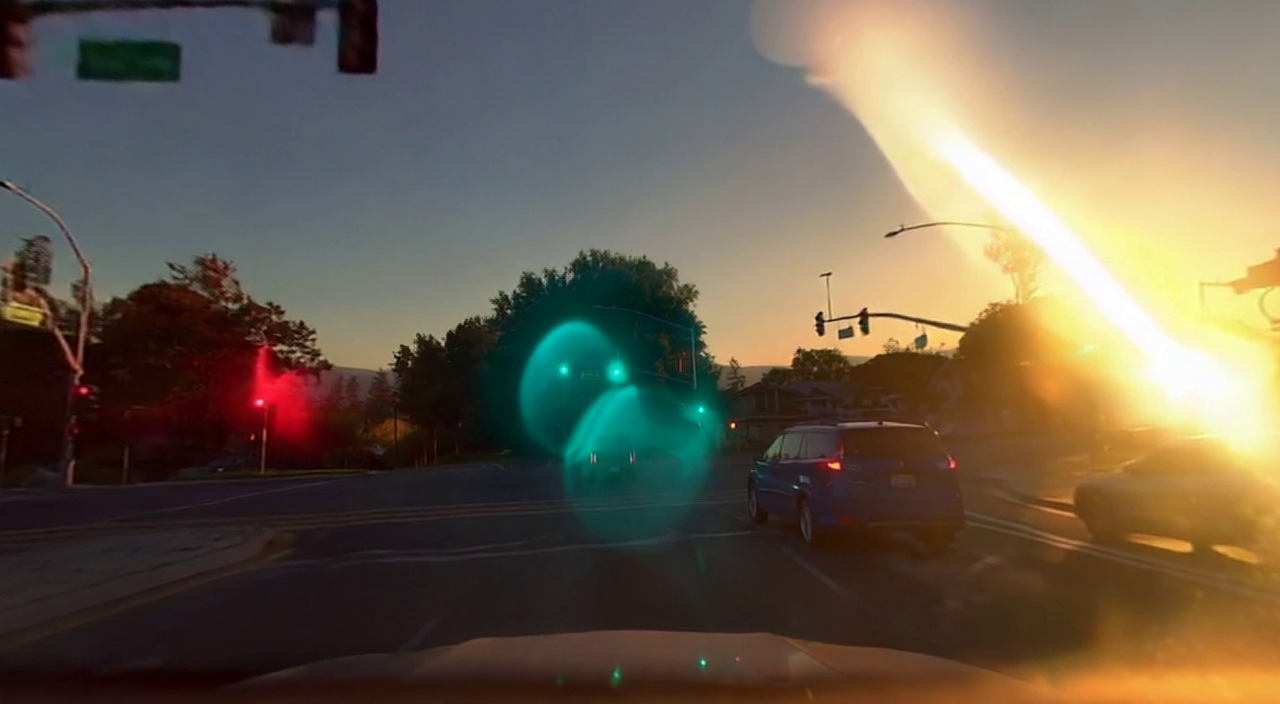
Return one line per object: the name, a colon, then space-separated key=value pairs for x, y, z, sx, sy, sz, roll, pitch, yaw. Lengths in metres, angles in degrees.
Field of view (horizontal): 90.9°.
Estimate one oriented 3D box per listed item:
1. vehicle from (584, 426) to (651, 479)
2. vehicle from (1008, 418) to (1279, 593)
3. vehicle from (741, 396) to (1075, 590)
vehicle: x=-0.981 y=3.822 z=24.213 sx=2.185 sy=1.822 sz=4.583 roll=0 pitch=-8 yaw=-6
vehicle: x=6.512 y=1.507 z=6.792 sx=2.124 sy=1.474 sz=4.880 roll=0 pitch=-8 yaw=0
vehicle: x=2.753 y=1.575 z=7.942 sx=2.024 sy=1.686 sz=4.588 roll=0 pitch=-8 yaw=-2
